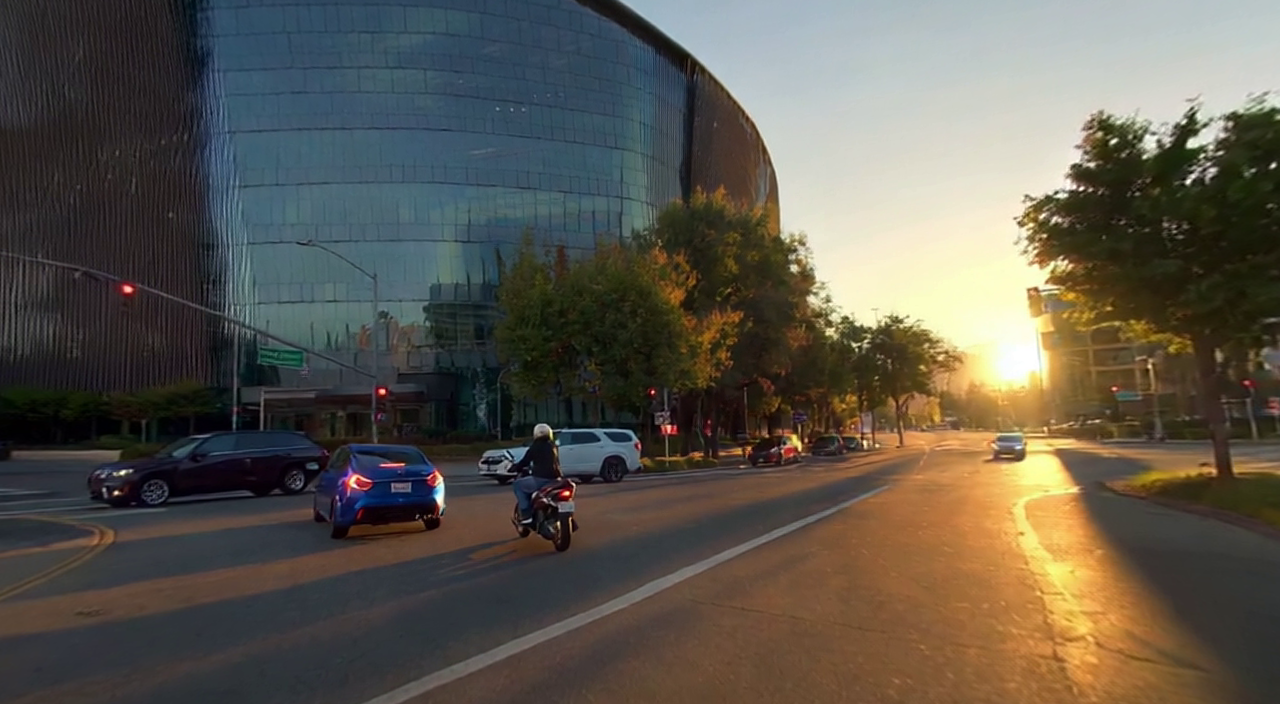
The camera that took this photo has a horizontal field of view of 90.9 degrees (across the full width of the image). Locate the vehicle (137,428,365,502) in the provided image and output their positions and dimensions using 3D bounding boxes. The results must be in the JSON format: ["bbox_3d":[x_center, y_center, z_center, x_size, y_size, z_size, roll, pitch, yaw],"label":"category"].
[{"bbox_3d":[-9.920,2.902,16.389,4.583,1.755,1.936,0,-8,-1],"label":"vehicle"}]

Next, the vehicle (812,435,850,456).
[{"bbox_3d":[14.772,7.169,48.661,2.024,1.543,4.028,-4,-9,27],"label":"vehicle"}]

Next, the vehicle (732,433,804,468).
[{"bbox_3d":[6.754,5.101,32.940,2.084,1.656,4.583,-5,-9,32],"label":"vehicle"}]

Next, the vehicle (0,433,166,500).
[{"bbox_3d":[-16.360,3.188,17.847,4.380,1.727,2.052,-1,-8,7],"label":"vehicle"}]

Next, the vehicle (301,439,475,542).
[{"bbox_3d":[-4.699,2.315,11.388,2.009,1.450,4.182,5,-9,-34],"label":"vehicle"}]

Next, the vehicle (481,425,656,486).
[{"bbox_3d":[-2.519,3.673,22.865,5.833,1.960,2.341,4,-9,-30],"label":"vehicle"}]

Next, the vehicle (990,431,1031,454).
[{"bbox_3d":[26.083,6.375,44.502,1.872,1.467,4.385,-4,-9,24],"label":"vehicle"}]
